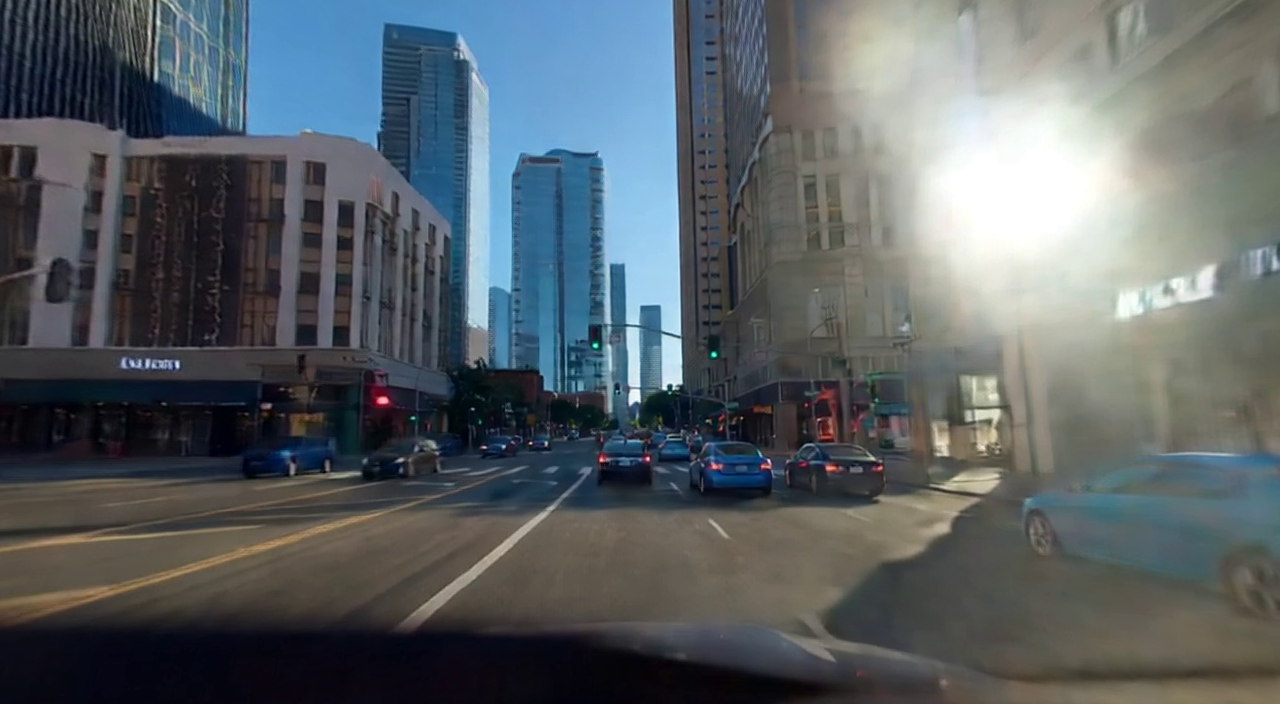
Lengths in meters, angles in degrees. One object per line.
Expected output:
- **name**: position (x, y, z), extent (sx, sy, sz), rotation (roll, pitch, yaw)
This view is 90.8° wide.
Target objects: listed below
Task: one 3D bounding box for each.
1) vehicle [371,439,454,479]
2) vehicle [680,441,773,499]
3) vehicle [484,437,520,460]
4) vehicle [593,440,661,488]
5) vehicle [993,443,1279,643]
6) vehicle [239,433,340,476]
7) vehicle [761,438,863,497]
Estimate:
- **vehicle**: position (-9.744, 4.593, 27.440), extent (1.960, 1.568, 4.511), rotation (0, -8, 0)
- **vehicle**: position (2.397, 3.412, 18.690), extent (1.987, 1.484, 4.427), rotation (0, -8, -2)
- **vehicle**: position (-10.347, 7.275, 47.601), extent (1.879, 1.637, 4.100), rotation (0, -8, -1)
- **vehicle**: position (-0.438, 3.780, 21.664), extent (2.096, 1.457, 4.160), rotation (0, -8, -1)
- **vehicle**: position (5.727, 1.629, 6.068), extent (1.914, 1.484, 4.639), rotation (0, -8, -1)
- **vehicle**: position (-15.391, 4.513, 28.069), extent (1.932, 1.760, 4.422), rotation (0, -8, -1)
- **vehicle**: position (5.588, 3.785, 21.142), extent (2.015, 1.745, 4.444), rotation (0, -8, -2)
